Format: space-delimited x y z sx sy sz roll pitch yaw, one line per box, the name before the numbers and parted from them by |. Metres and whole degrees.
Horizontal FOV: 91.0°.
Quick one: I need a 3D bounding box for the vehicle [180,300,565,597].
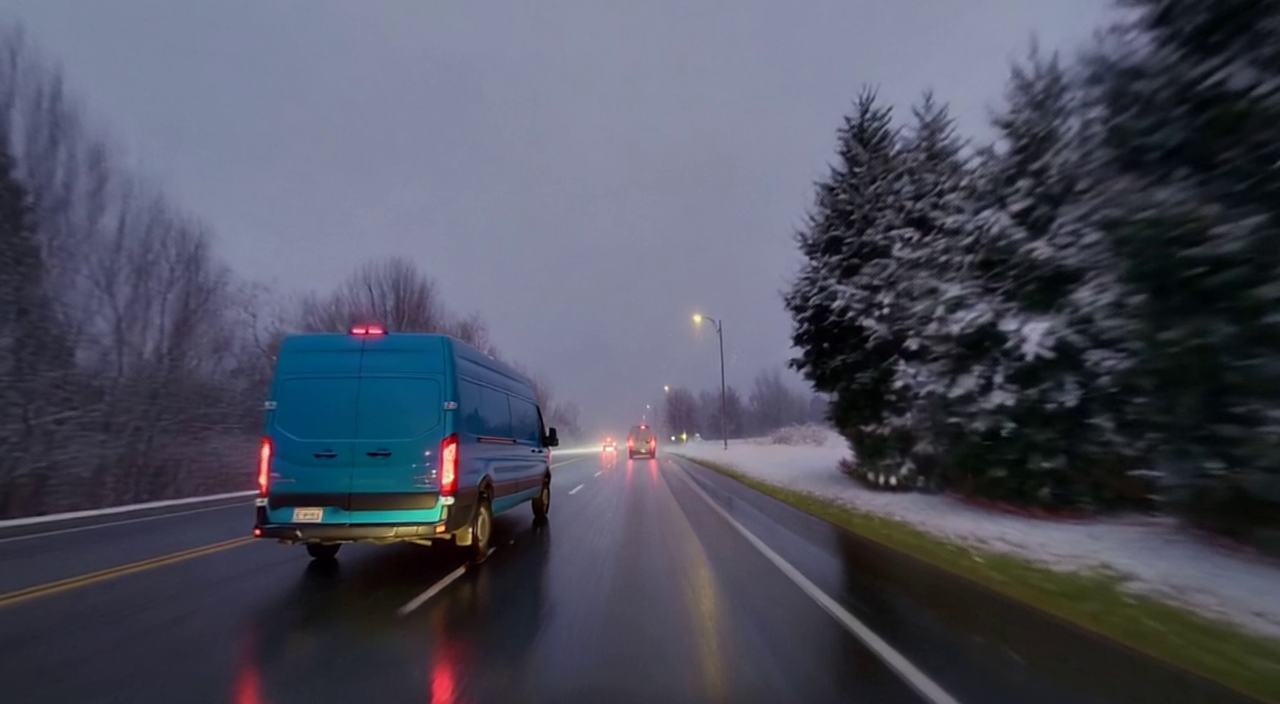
vehicle | -2.712 1.256 8.643 2.497 2.628 6.016 0 -8 1
